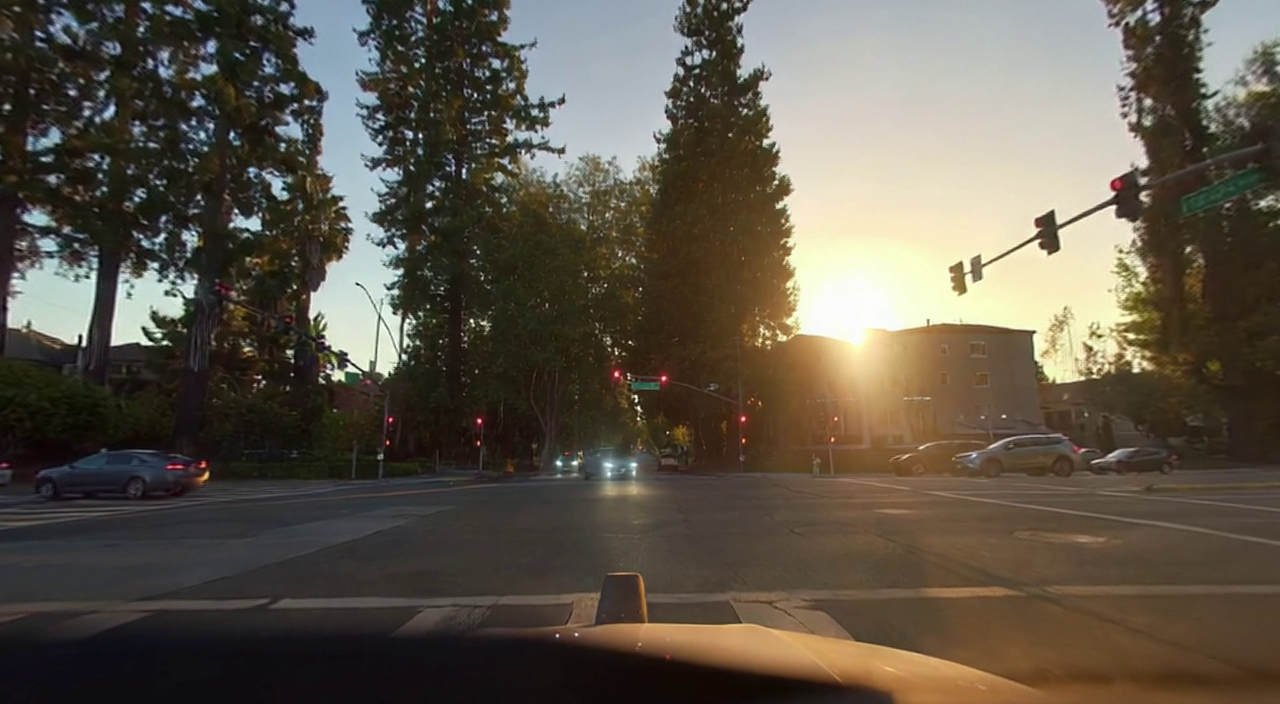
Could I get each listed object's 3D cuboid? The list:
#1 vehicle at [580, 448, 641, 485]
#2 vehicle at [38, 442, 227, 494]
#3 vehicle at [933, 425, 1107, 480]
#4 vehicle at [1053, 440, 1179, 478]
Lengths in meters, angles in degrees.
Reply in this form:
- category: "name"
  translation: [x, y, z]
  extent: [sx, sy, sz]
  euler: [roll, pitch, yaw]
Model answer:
- category: "vehicle"
  translation: [-1.664, 6.080, 33.952]
  extent: [2.162, 1.740, 4.728]
  euler: [2, -9, -16]
- category: "vehicle"
  translation: [-18.730, 4.310, 23.568]
  extent: [4.798, 1.763, 2.536]
  euler: [0, -10, 0]
- category: "vehicle"
  translation: [17.059, 4.552, 28.676]
  extent: [6.109, 2.348, 2.683]
  euler: [0, -8, 0]
- category: "vehicle"
  translation: [23.791, 5.354, 31.716]
  extent: [4.569, 1.794, 2.088]
  euler: [0, -8, 0]
